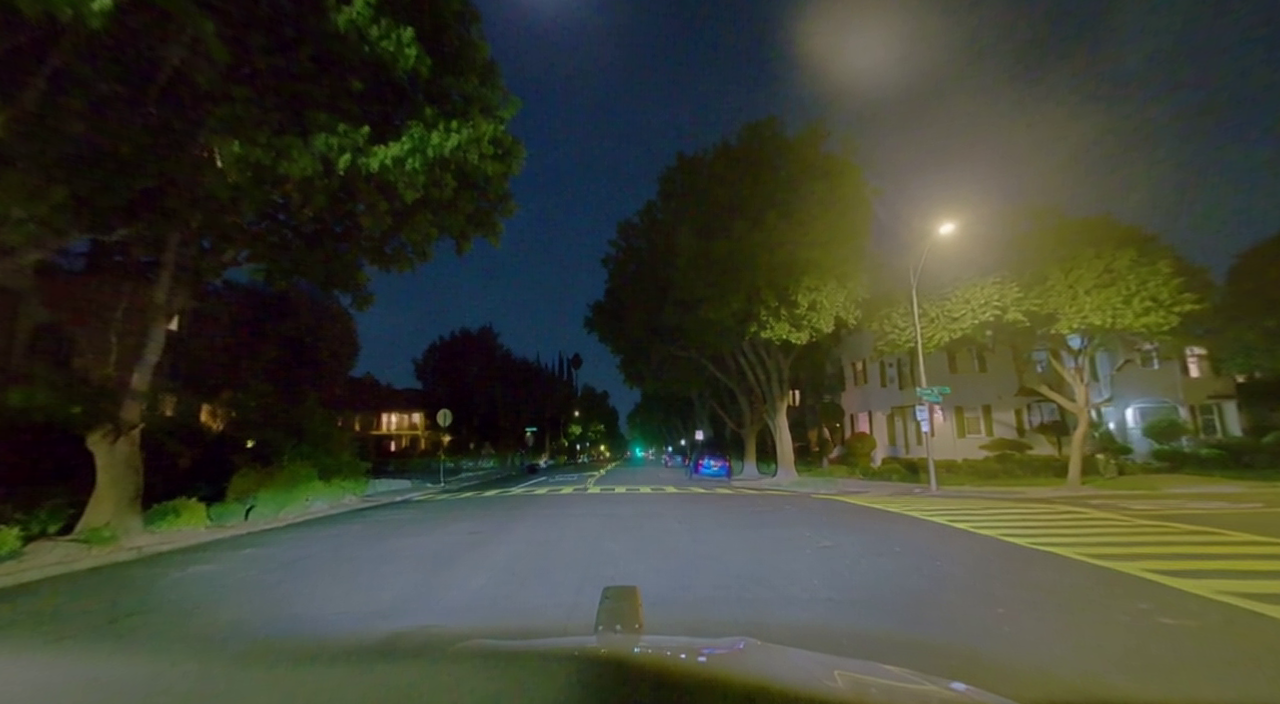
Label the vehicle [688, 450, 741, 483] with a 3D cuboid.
[{"bbox_3d":[3.629,5.633,31.460,1.961,1.472,4.434,0,-9,-2],"label":"vehicle"}]
